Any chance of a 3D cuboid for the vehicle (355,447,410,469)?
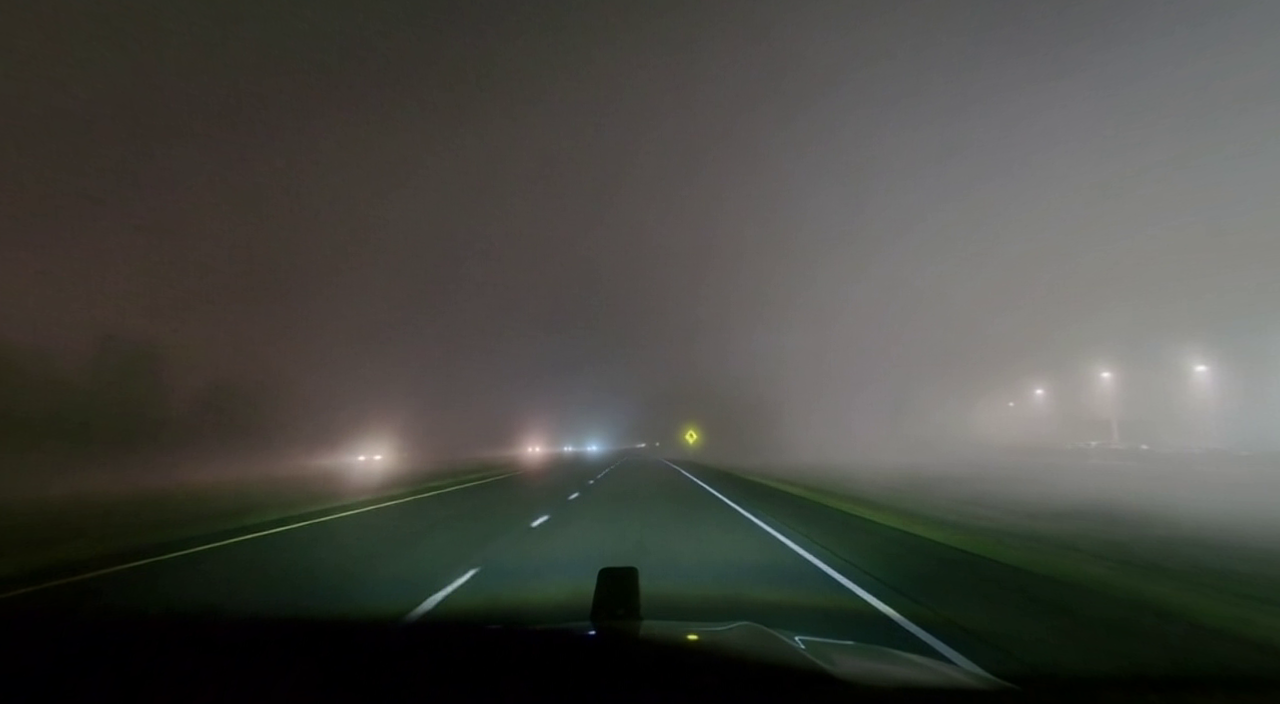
[{"bbox_3d":[-19.127,7.900,46.986,1.960,1.519,4.654,0,-9,2],"label":"vehicle"}]
